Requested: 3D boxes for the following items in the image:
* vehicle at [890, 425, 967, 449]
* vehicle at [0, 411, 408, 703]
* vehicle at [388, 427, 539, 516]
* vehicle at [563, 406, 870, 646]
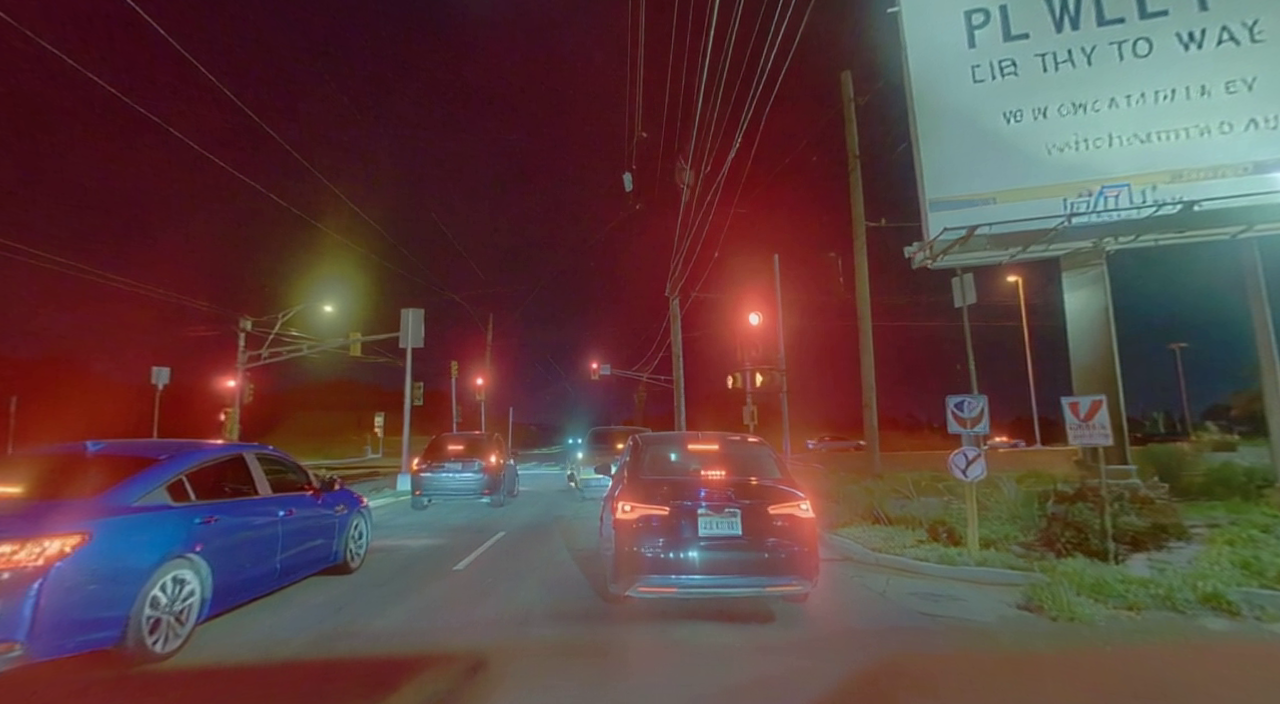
[{"bbox_3d":[21.296,6.315,46.788,4.544,1.762,2.272,0,-9,1],"label":"vehicle"},{"bbox_3d":[-3.706,1.345,5.140,1.956,1.468,4.585,0,-9,-1],"label":"vehicle"},{"bbox_3d":[-3.335,2.345,12.850,1.984,1.505,4.047,0,-9,-1],"label":"vehicle"},{"bbox_3d":[0.407,1.419,6.141,1.998,1.529,3.960,0,-9,-3],"label":"vehicle"}]
